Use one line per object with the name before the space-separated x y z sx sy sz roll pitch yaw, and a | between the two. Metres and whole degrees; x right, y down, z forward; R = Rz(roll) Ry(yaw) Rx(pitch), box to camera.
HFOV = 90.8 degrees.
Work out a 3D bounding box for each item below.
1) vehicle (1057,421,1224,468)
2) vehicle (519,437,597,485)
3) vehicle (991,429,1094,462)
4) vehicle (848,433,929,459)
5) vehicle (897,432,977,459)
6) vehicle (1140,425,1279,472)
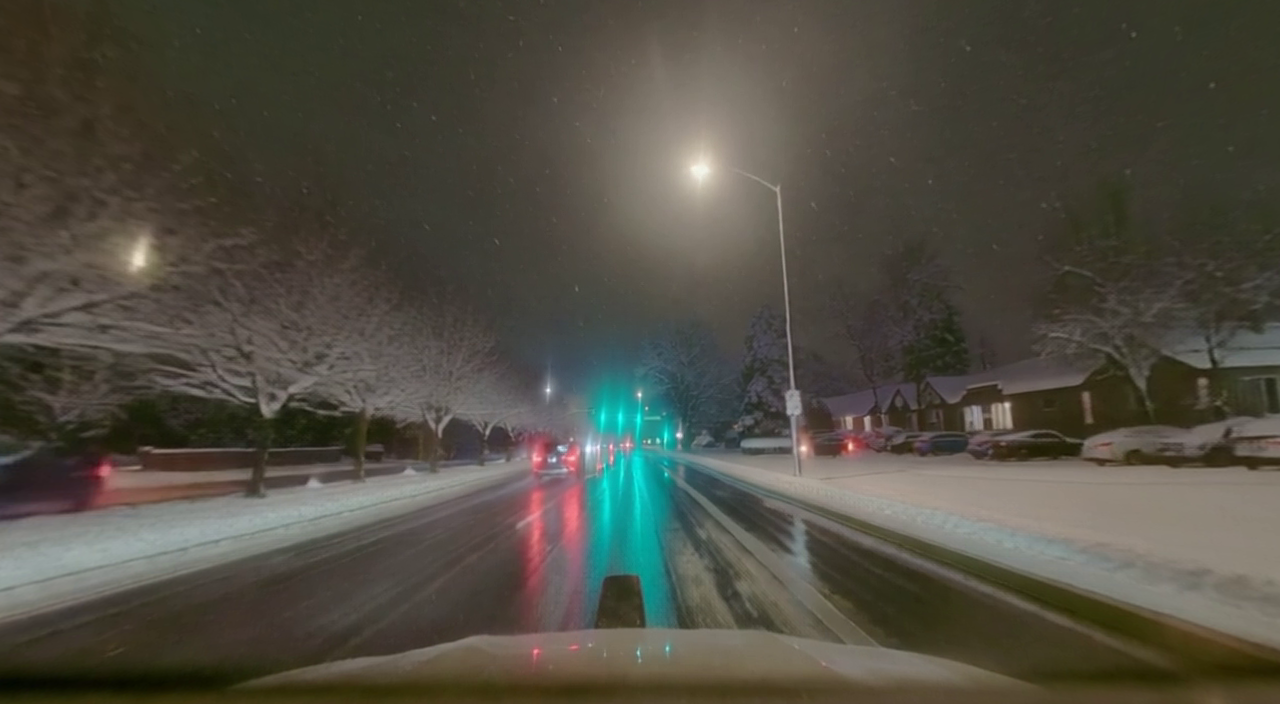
vehicle | 18.494 3.444 23.463 4.608 1.598 1.975 0 -10 -6
vehicle | -2.791 3.841 22.620 2.011 1.498 4.914 0 -8 2
vehicle | 18.263 4.263 28.740 3.731 1.430 1.640 2 -9 -11
vehicle | 16.630 6.306 42.366 4.564 1.663 2.033 1 -9 -9
vehicle | 17.240 5.416 36.706 3.846 1.488 1.695 1 -8 -9
vehicle | 18.984 3.143 20.595 3.874 1.438 1.903 1 -8 -7
